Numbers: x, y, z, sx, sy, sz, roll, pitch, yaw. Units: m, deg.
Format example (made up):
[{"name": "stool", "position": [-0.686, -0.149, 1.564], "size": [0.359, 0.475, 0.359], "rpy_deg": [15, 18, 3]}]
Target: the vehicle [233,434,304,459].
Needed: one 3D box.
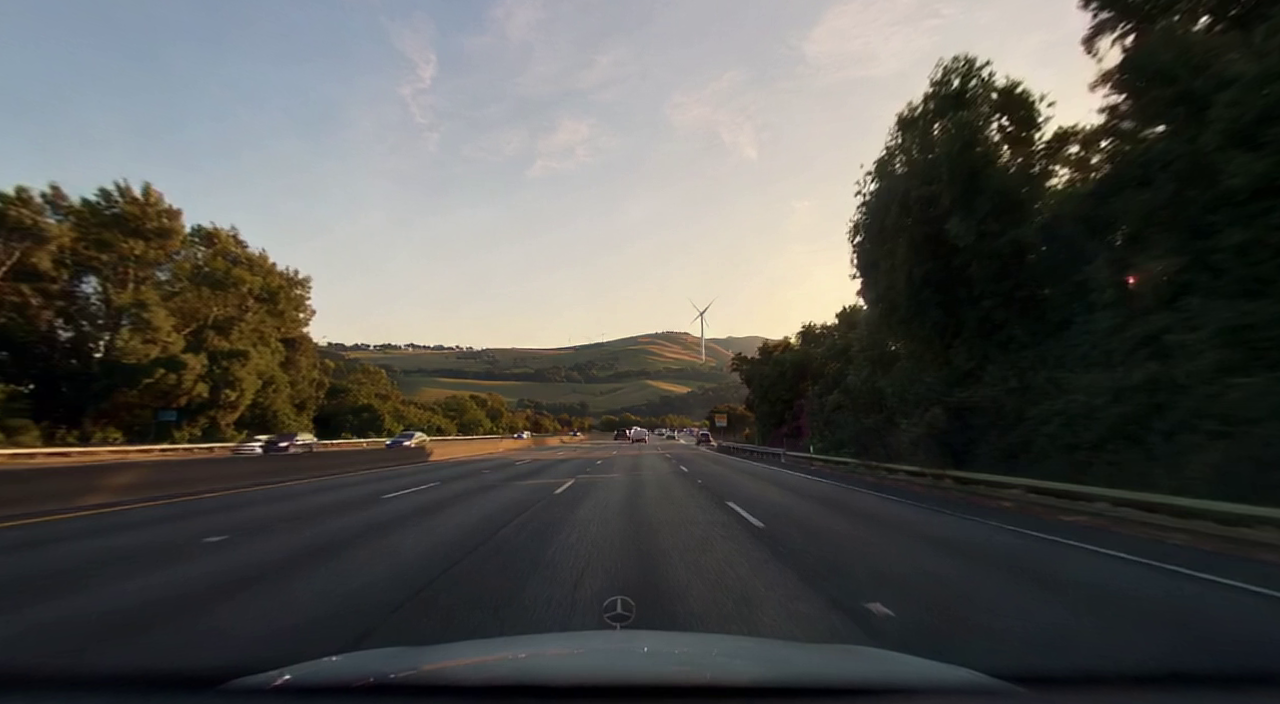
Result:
[{"name": "vehicle", "position": [-23.959, 6.077, 40.836], "size": [1.986, 1.490, 4.286], "rpy_deg": [0, -8, 0]}]
